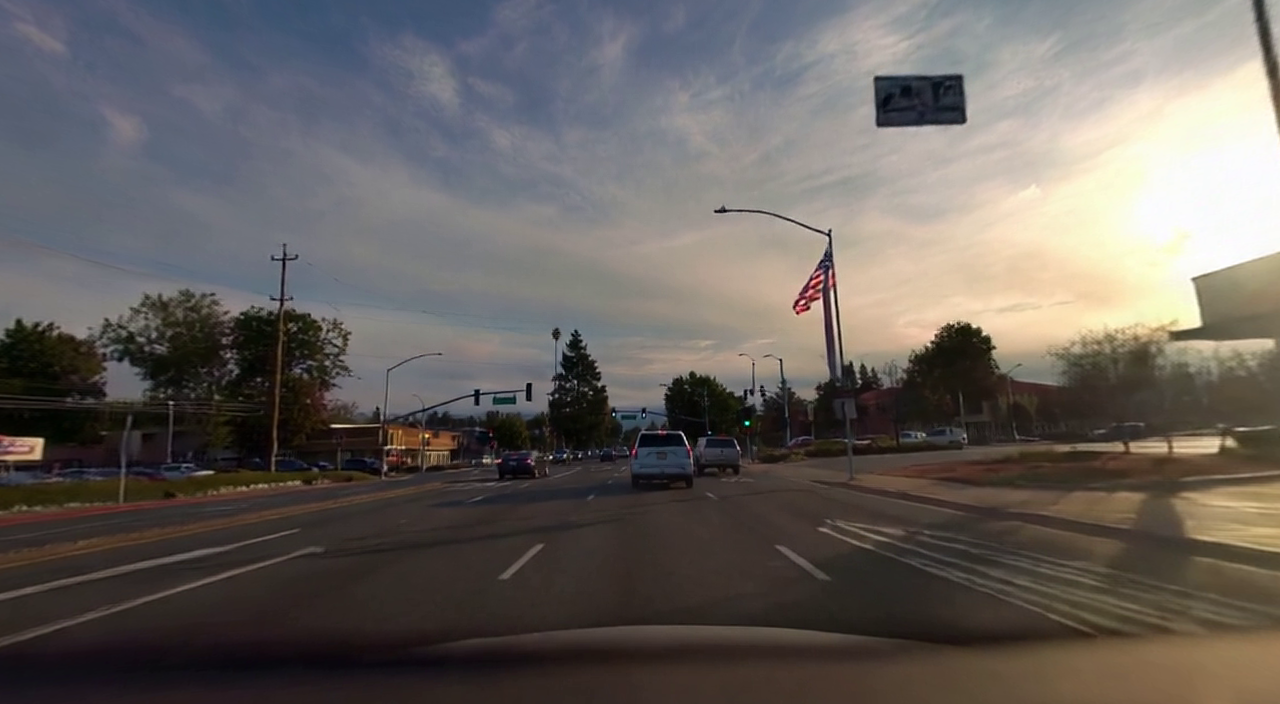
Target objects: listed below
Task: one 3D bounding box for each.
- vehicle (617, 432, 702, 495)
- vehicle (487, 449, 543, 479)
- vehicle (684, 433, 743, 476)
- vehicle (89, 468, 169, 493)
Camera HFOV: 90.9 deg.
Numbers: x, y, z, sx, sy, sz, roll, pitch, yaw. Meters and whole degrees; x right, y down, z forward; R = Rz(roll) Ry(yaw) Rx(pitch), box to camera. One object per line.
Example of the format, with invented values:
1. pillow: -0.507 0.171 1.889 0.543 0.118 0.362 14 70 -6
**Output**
1. vehicle: 0.568 3.719 21.455 2.513 1.854 5.235 0 -9 0
2. vehicle: -6.491 5.855 33.243 1.966 1.461 4.422 0 -9 1
3. vehicle: 3.916 5.626 34.715 2.452 2.148 5.877 0 -9 -1
4. vehicle: -34.397 8.628 42.447 4.542 1.475 1.903 -3 -9 18
